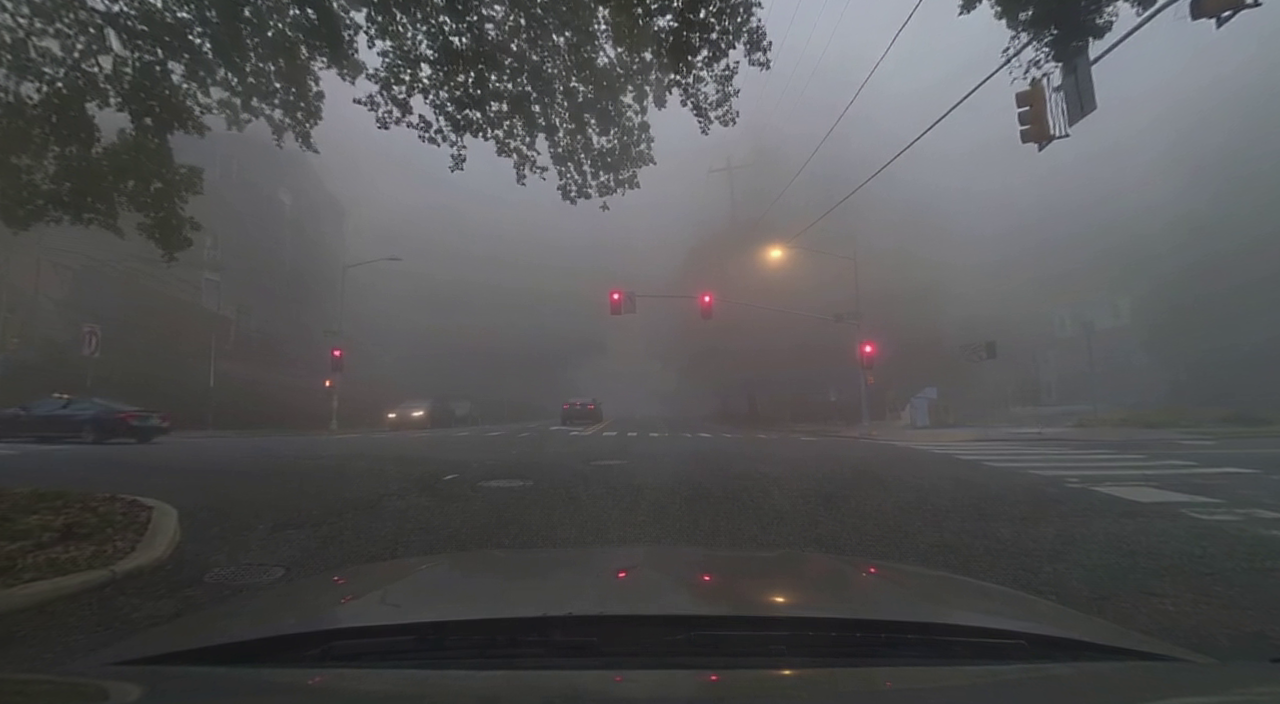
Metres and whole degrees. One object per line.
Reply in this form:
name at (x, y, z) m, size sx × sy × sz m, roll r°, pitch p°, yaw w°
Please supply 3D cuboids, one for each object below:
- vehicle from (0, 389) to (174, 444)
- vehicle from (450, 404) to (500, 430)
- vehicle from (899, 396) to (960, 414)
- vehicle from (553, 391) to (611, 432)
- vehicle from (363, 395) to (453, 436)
vehicle at (-18.593, 2.201, 21.159) m, size 4.445 × 1.723 × 2.007 m, roll -1°, pitch -9°, yaw 4°
vehicle at (-10.885, 4.396, 42.065) m, size 1.899 × 1.510 × 4.294 m, roll -1°, pitch -9°, yaw 5°
vehicle at (22.457, 4.154, 49.124) m, size 3.933 × 1.219 × 1.700 m, roll 0°, pitch -9°, yaw 4°
vehicle at (-3.085, 3.376, 34.889) m, size 2.306 × 1.907 × 5.382 m, roll -1°, pitch -9°, yaw 5°
vehicle at (-12.222, 3.470, 33.664) m, size 2.340 × 1.902 × 4.920 m, roll -2°, pitch -9°, yaw 9°
